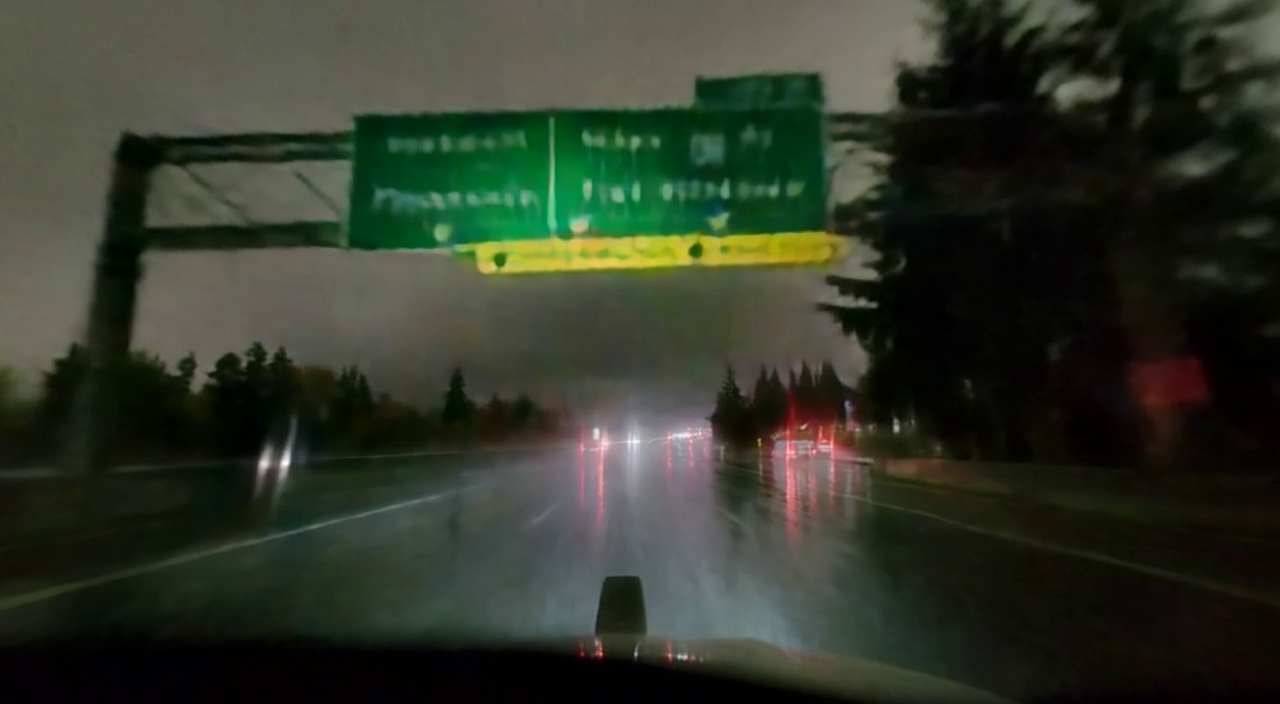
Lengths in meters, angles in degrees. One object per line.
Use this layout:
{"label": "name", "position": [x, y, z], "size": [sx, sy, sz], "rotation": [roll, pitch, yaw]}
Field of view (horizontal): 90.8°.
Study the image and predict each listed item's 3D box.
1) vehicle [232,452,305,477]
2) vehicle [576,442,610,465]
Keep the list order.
{"label": "vehicle", "position": [-23.180, 7.010, 39.568], "size": [1.784, 1.468, 4.487], "rotation": [0, -9, 1]}
{"label": "vehicle", "position": [-3.282, 7.216, 44.813], "size": [1.979, 1.521, 4.147], "rotation": [0, -9, 1]}
